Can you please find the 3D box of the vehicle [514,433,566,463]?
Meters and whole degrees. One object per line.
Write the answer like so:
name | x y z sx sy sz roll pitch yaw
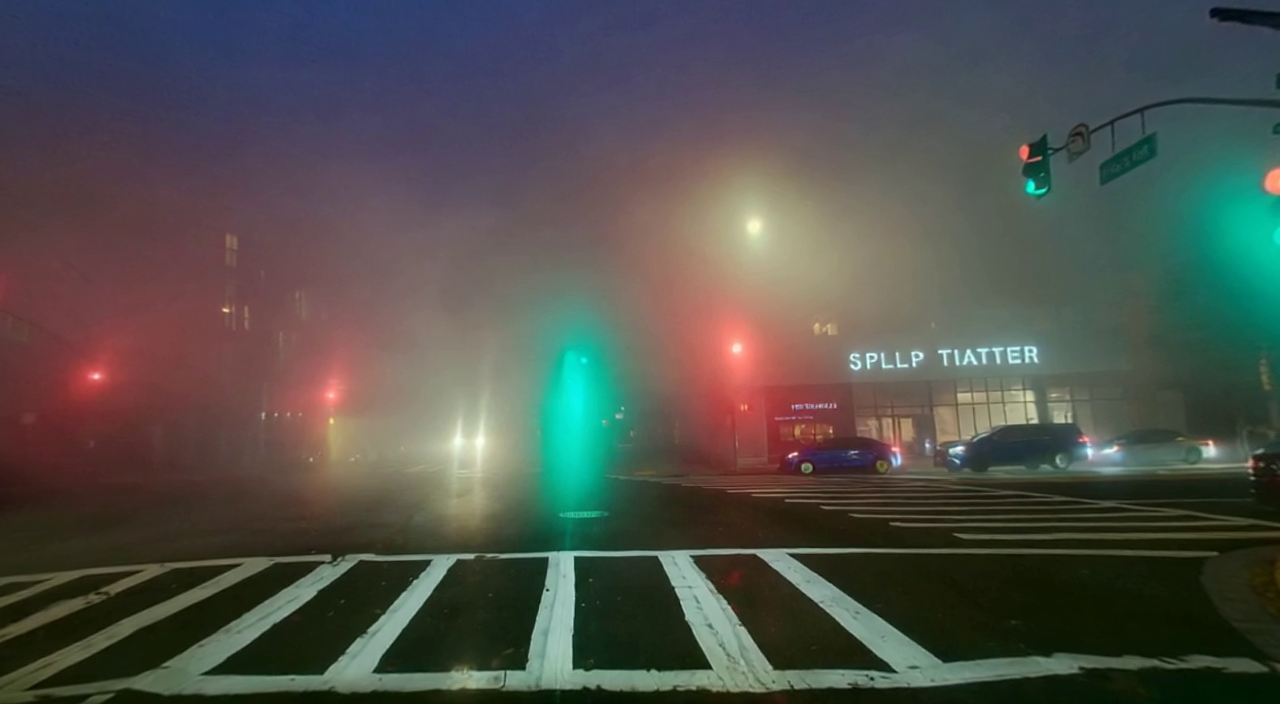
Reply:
vehicle | -5.225 5.082 33.440 1.892 1.481 4.365 -1 -8 2

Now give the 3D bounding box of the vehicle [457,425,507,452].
vehicle | -10.868 6.051 43.853 2.181 1.723 4.692 0 -8 1

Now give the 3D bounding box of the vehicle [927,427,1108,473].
vehicle | 14.049 3.668 23.789 5.420 1.609 2.063 0 -8 1

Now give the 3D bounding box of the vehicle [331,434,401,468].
vehicle | -15.174 5.455 35.263 1.933 1.461 4.393 -5 -5 0

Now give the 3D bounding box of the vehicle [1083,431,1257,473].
vehicle | 19.627 3.714 23.553 4.782 1.455 1.936 0 -8 -2

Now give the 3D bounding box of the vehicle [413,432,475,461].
vehicle | -10.607 5.151 34.543 2.119 1.485 4.472 0 -8 -2

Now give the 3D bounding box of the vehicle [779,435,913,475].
vehicle | 7.703 3.897 23.970 4.426 1.446 1.795 0 -8 0
